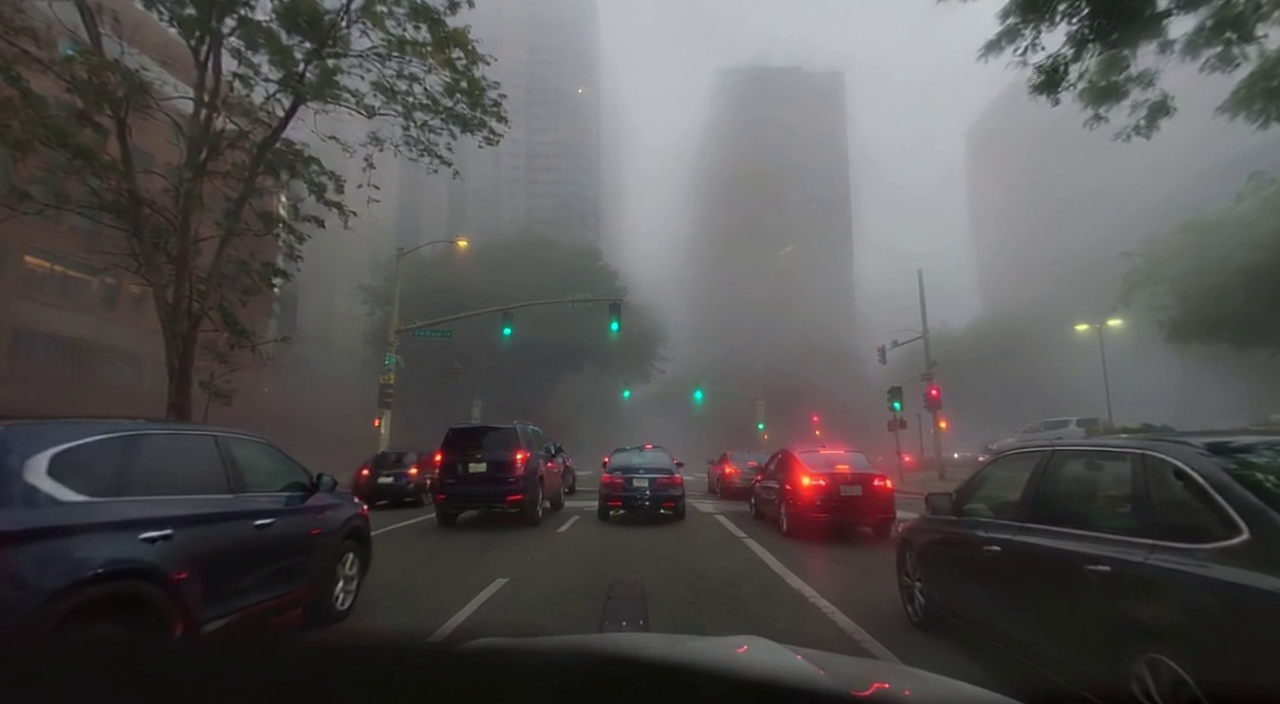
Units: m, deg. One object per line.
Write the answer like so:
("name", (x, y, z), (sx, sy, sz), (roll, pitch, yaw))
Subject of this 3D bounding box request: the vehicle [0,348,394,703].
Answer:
("vehicle", (-3.378, 1.108, 3.894), (2.046, 1.744, 4.407), (0, -8, -2))

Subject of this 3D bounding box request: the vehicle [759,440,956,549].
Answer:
("vehicle", (3.541, 2.380, 11.332), (1.973, 1.537, 4.533), (0, -8, 1))

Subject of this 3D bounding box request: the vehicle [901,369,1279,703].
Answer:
("vehicle", (3.330, 1.036, 3.239), (2.179, 1.631, 4.173), (0, -8, 0))

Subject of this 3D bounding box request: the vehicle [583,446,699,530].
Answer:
("vehicle", (0.045, 2.672, 13.009), (2.031, 1.461, 3.763), (0, -8, 1))

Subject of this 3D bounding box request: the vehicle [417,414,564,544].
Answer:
("vehicle", (-2.594, 2.279, 11.886), (1.683, 2.039, 3.703), (0, -8, 3))
